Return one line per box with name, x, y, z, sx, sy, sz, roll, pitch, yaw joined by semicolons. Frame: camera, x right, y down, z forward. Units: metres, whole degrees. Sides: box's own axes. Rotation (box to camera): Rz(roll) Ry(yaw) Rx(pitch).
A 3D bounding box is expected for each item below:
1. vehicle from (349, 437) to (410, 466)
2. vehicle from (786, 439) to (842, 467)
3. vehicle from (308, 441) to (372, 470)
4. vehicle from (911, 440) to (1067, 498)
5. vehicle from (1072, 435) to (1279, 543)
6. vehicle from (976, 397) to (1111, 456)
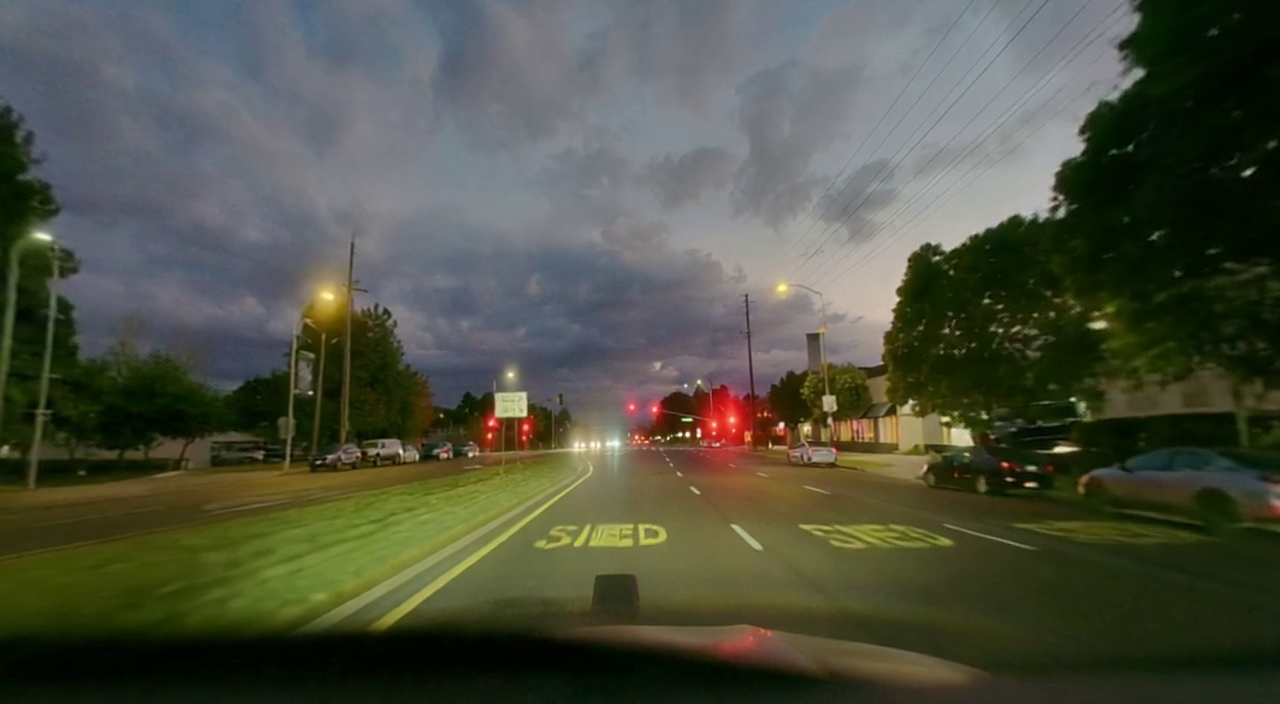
vehicle;-19.041;7.270;46.484;2.085;1.957;5.548;0;-8;1
vehicle;10.047;5.878;36.886;1.919;1.546;4.730;0;-9;0
vehicle;-19.323;6.654;40.892;1.966;1.753;4.634;0;-9;-2
vehicle;9.892;3.318;18.410;1.926;1.464;4.436;0;-9;-1
vehicle;9.732;2.192;10.658;1.726;1.486;4.394;0;-9;-1
vehicle;18.932;3.638;30.137;2.179;2.441;5.974;-1;-8;-2
